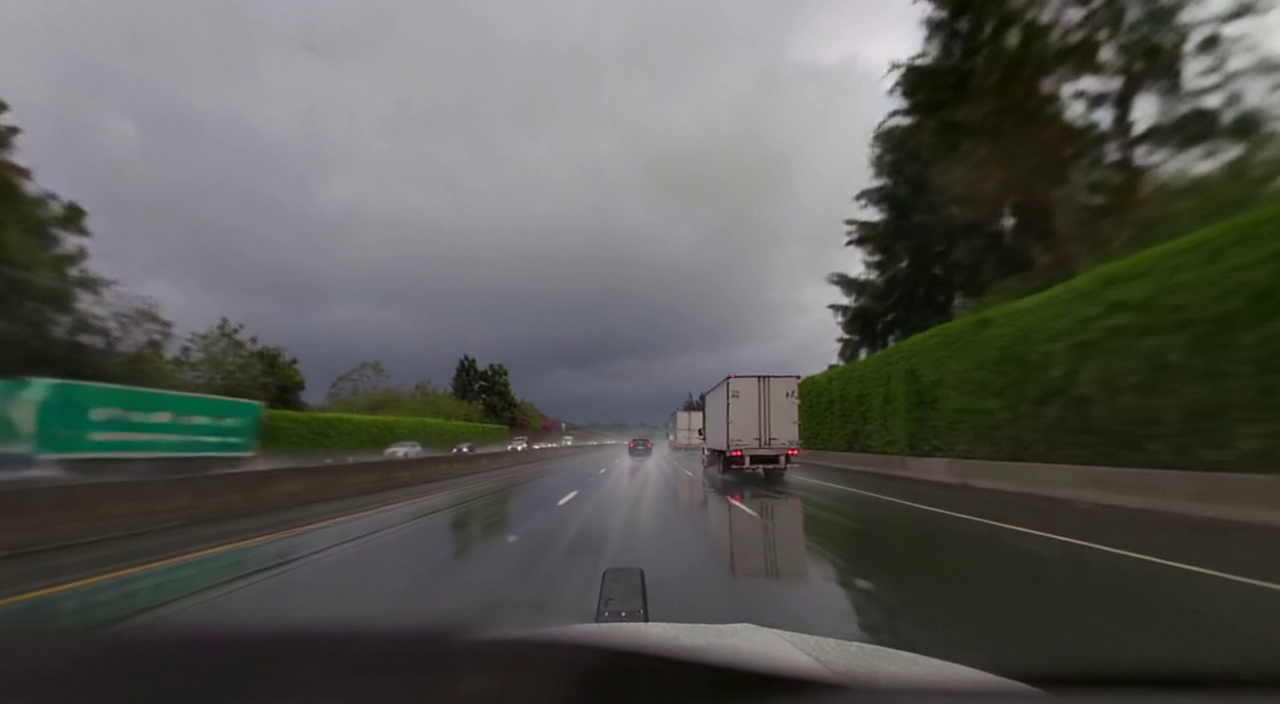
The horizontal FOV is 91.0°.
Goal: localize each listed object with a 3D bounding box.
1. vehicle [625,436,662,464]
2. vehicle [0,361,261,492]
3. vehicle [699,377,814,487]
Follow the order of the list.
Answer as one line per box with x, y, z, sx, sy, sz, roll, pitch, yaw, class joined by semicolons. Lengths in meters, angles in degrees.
0.218;6.647;42.817;2.389;1.760;4.473;0;-8;1;vehicle
-20.944;3.128;25.126;2.886;3.964;13.895;0;-8;0;vehicle
4.002;3.067;23.762;2.742;3.383;8.285;0;-8;0;vehicle
